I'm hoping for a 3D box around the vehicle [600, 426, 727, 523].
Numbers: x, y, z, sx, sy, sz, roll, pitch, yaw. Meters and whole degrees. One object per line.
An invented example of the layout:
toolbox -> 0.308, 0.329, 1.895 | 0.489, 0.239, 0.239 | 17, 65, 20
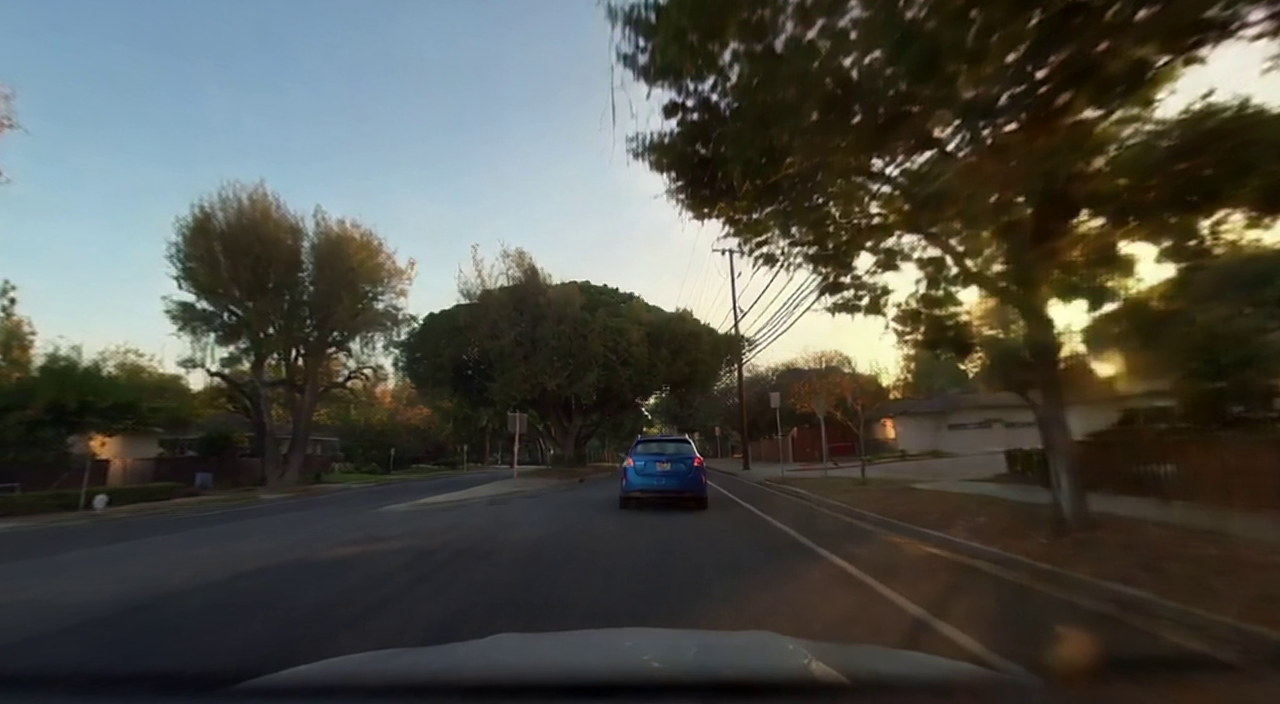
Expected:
vehicle -> 0.405, 2.436, 13.045 | 2.200, 1.653, 4.127 | 0, -8, 0
